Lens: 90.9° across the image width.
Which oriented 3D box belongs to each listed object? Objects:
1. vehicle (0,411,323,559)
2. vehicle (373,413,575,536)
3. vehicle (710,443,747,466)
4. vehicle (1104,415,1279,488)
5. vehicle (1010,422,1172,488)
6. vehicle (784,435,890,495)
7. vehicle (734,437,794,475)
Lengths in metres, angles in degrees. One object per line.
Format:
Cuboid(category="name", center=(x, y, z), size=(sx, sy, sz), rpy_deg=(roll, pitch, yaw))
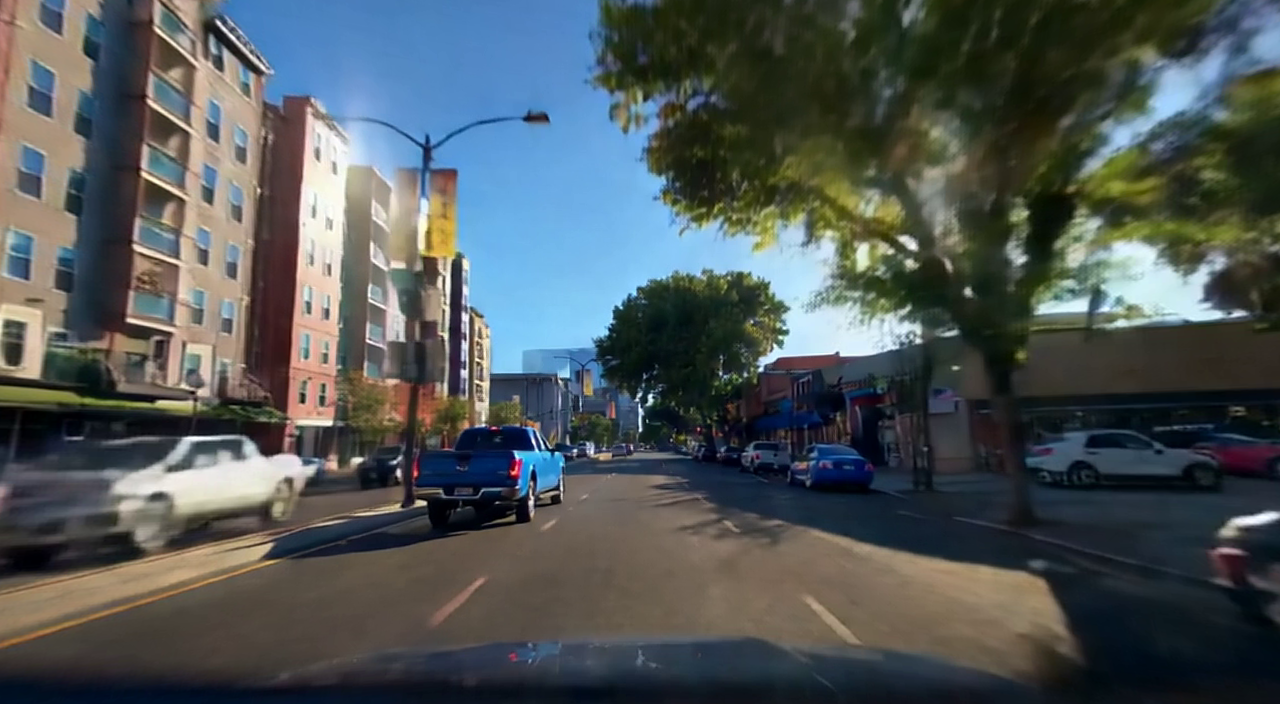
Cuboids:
Cuboid(category="vehicle", center=(-7.299, 2.008, 10.184), size=(2.063, 1.843, 4.349), rpy_deg=(0, -9, 0))
Cuboid(category="vehicle", center=(-2.726, 2.218, 12.029), size=(2.197, 1.786, 5.365), rpy_deg=(-1, -9, 2))
Cuboid(category="vehicle", center=(6.270, 7.295, 45.056), size=(1.988, 1.514, 3.962), rpy_deg=(0, -9, -2))
Cuboid(category="vehicle", center=(15.714, 2.800, 17.818), size=(1.917, 1.791, 4.163), rpy_deg=(0, -9, -1))
Cuboid(category="vehicle", center=(12.940, 2.989, 18.460), size=(1.864, 1.705, 3.878), rpy_deg=(0, -9, 1))
Cuboid(category="vehicle", center=(6.140, 3.561, 20.277), size=(1.928, 1.679, 4.716), rpy_deg=(0, -9, 1))
Cuboid(category="vehicle", center=(6.152, 5.224, 31.755), size=(2.018, 1.743, 4.529), rpy_deg=(0, -9, -1))
